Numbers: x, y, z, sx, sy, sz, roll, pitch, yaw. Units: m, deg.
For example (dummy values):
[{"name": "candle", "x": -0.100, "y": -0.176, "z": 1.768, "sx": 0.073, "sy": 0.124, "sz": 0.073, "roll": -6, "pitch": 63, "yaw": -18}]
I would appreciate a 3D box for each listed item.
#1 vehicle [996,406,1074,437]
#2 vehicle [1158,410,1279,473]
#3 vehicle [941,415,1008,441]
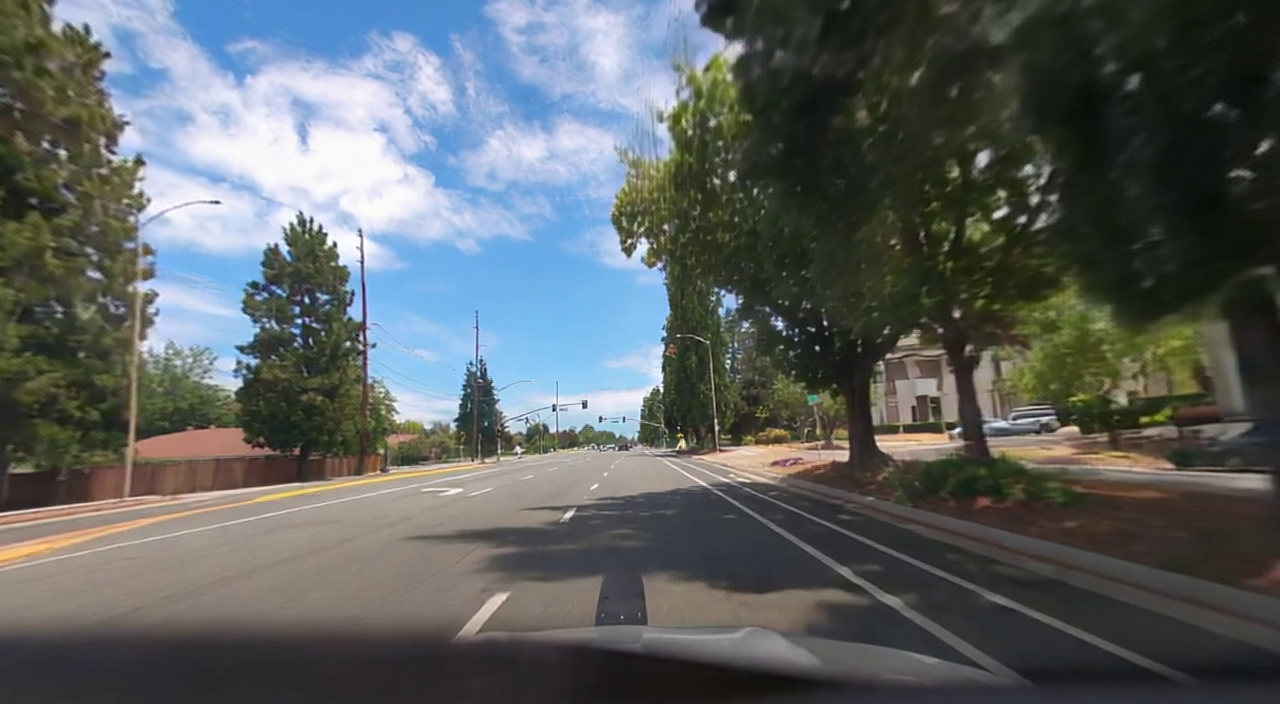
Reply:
[{"name": "vehicle", "x": 26.744, "y": 4.800, "z": 43.024, "sx": 2.081, "sy": 1.949, "sz": 4.635, "roll": 3, "pitch": -8, "yaw": -5}, {"name": "vehicle", "x": 15.564, "y": 2.160, "z": 15.251, "sx": 1.882, "sy": 1.446, "sz": 4.741, "roll": 0, "pitch": -8, "yaw": -4}, {"name": "vehicle", "x": 22.858, "y": 5.250, "z": 43.376, "sx": 1.911, "sy": 1.598, "sz": 4.322, "roll": 1, "pitch": -9, "yaw": -6}]
